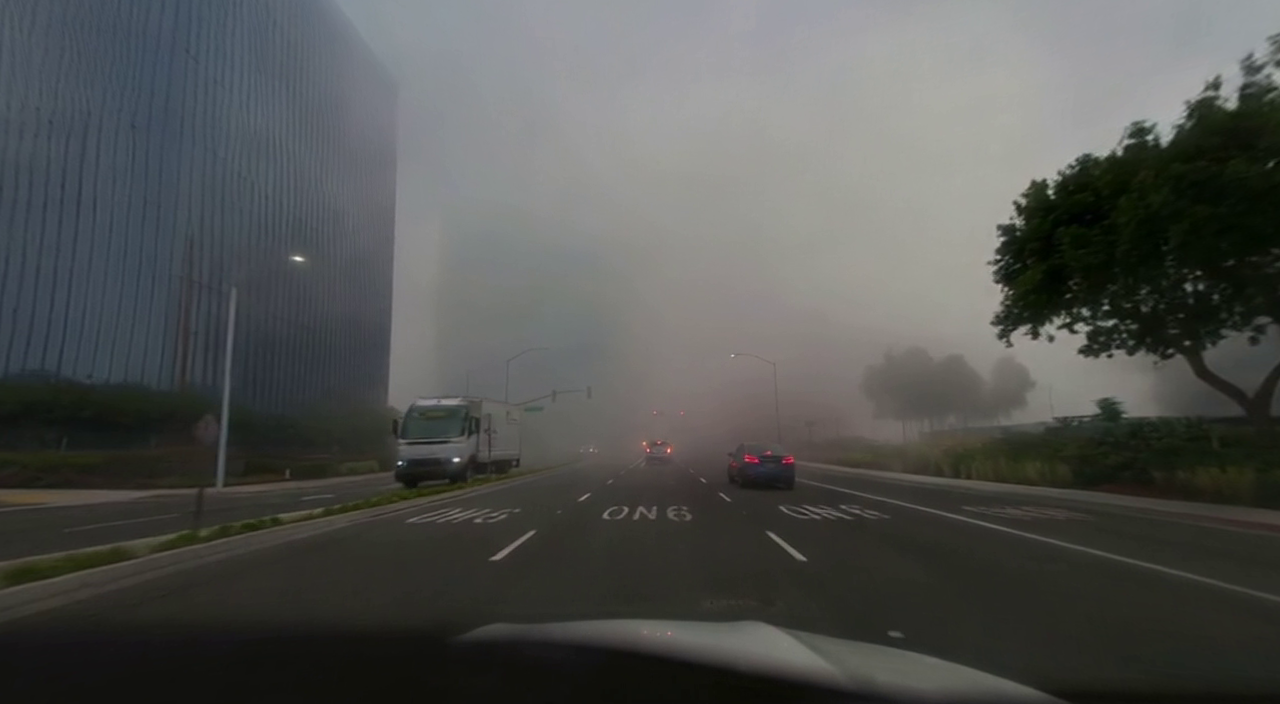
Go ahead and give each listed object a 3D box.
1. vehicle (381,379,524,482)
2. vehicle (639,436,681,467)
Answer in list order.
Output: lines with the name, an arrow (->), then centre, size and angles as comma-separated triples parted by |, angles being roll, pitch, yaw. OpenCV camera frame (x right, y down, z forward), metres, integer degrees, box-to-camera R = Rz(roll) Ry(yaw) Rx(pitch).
vehicle -> -8.235, 3.876, 29.870 | 3.065, 3.928, 11.252 | 0, -9, 1
vehicle -> 1.273, 6.443, 40.912 | 2.601, 1.878, 4.535 | 0, -9, 1
